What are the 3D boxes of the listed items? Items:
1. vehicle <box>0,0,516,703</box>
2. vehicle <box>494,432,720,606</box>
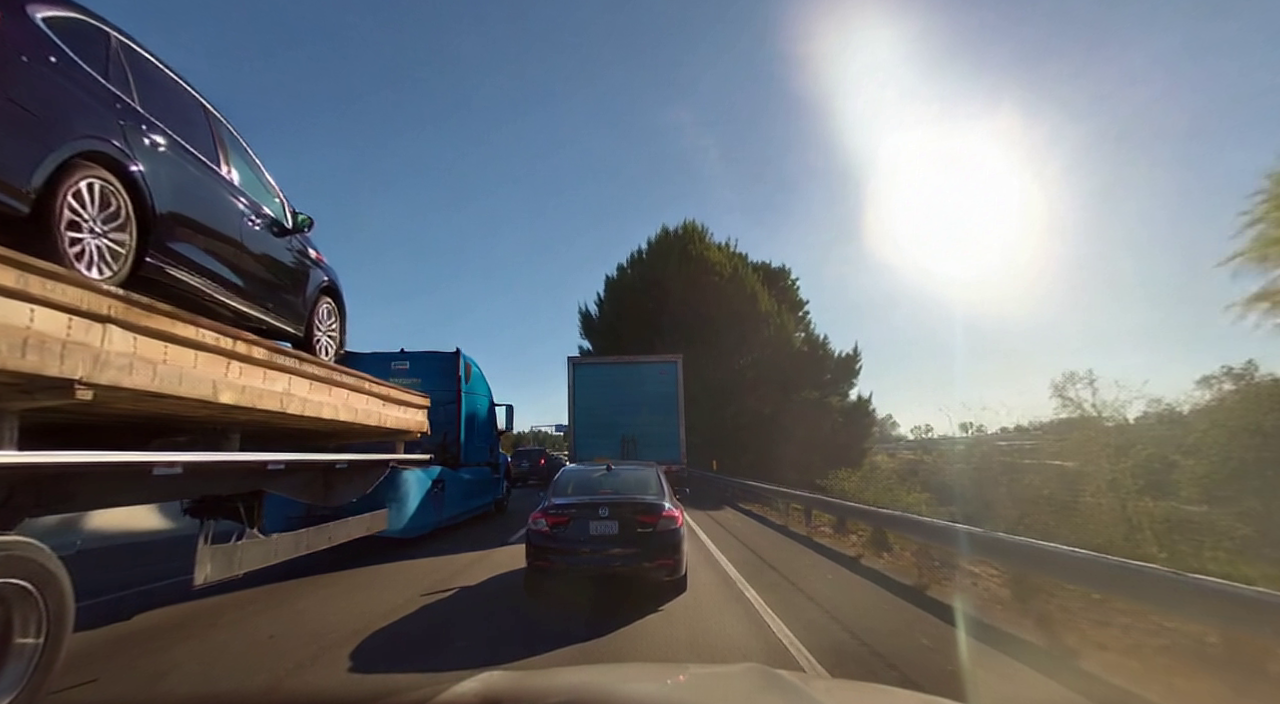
[{"bbox_3d":[-4.627,0.692,9.028,2.836,4.059,14.286,0,-9,0],"label":"vehicle"},{"bbox_3d":[-0.315,1.743,7.339,1.991,1.507,3.391,0,-9,-1],"label":"vehicle"}]
